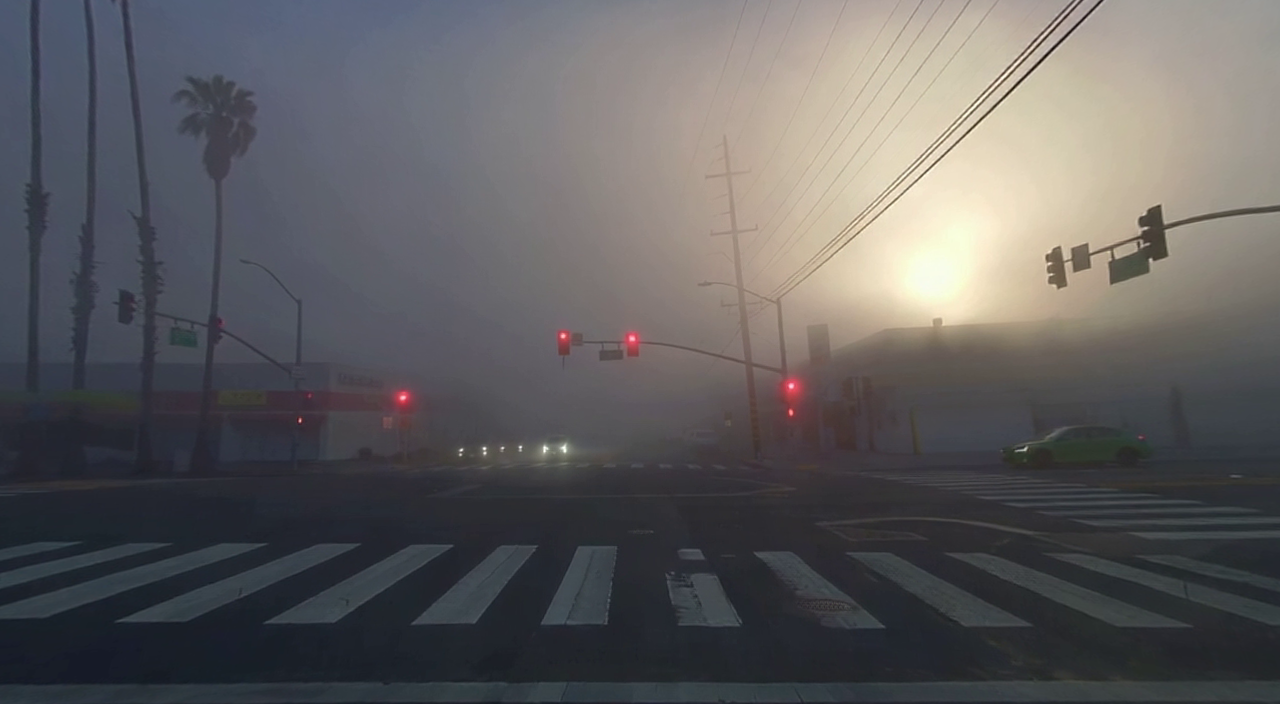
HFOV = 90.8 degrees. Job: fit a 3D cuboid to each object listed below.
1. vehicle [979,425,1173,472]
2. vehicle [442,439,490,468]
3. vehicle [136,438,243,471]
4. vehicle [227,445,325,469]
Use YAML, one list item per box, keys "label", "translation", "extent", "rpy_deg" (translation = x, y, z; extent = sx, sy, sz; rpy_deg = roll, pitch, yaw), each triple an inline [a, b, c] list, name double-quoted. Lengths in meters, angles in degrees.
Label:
- label: "vehicle"
  translation: [14.422, 3.228, 21.172]
  extent: [4.918, 1.479, 1.897]
  rpy_deg: [-1, -9, 7]
- label: "vehicle"
  translation: [-11.966, 6.989, 43.794]
  extent: [2.016, 1.717, 4.287]
  rpy_deg: [0, -6, 1]
- label: "vehicle"
  translation: [-25.917, 5.924, 36.466]
  extent: [4.613, 1.820, 2.021]
  rpy_deg: [-1, -9, 3]
- label: "vehicle"
  translation: [-22.315, 6.436, 38.837]
  extent: [4.849, 1.444, 1.881]
  rpy_deg: [0, -8, 1]
